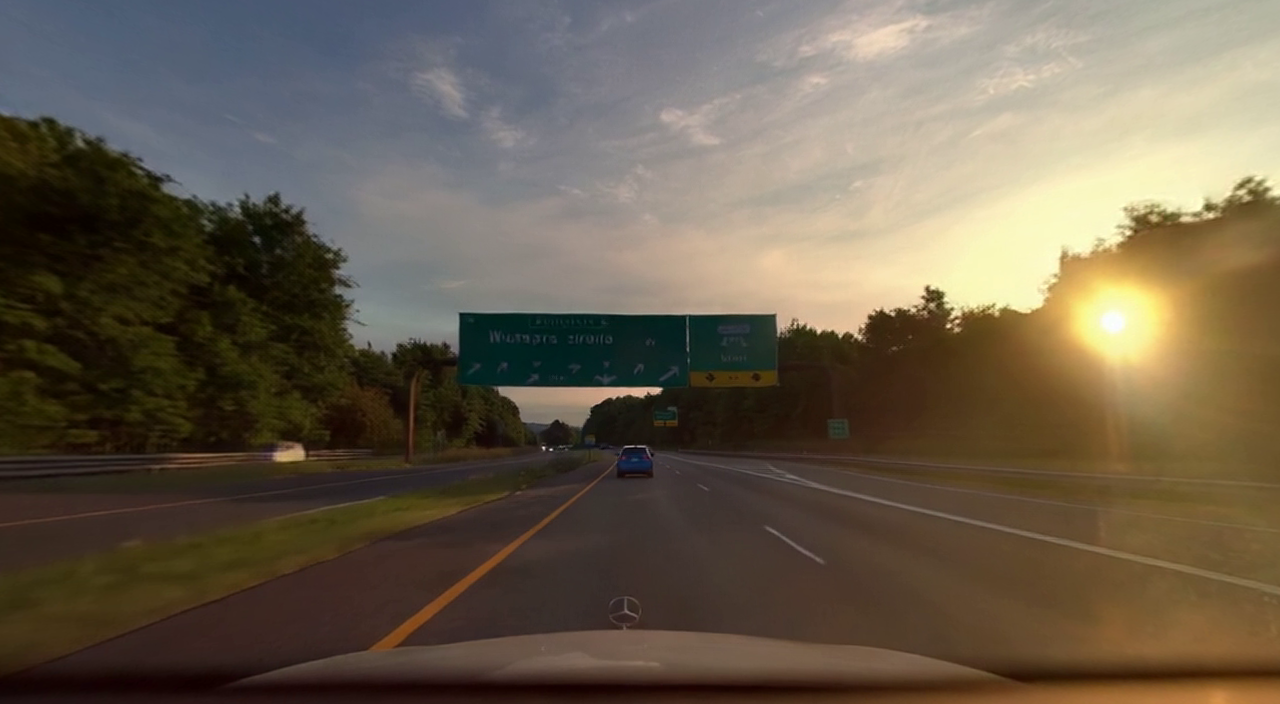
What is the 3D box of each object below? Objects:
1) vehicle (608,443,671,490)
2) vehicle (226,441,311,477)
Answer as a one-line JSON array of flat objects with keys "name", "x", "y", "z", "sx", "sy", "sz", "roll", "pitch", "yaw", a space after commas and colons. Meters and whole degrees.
[{"name": "vehicle", "x": -0.020, "y": 4.066, "z": 22.655, "sx": 2.069, "sy": 1.523, "sz": 4.012, "roll": 0, "pitch": -9, "yaw": 0}, {"name": "vehicle", "x": -18.196, "y": 5.253, "z": 31.104, "sx": 1.995, "sy": 1.617, "sz": 3.888, "roll": 1, "pitch": -9, "yaw": -4}]
